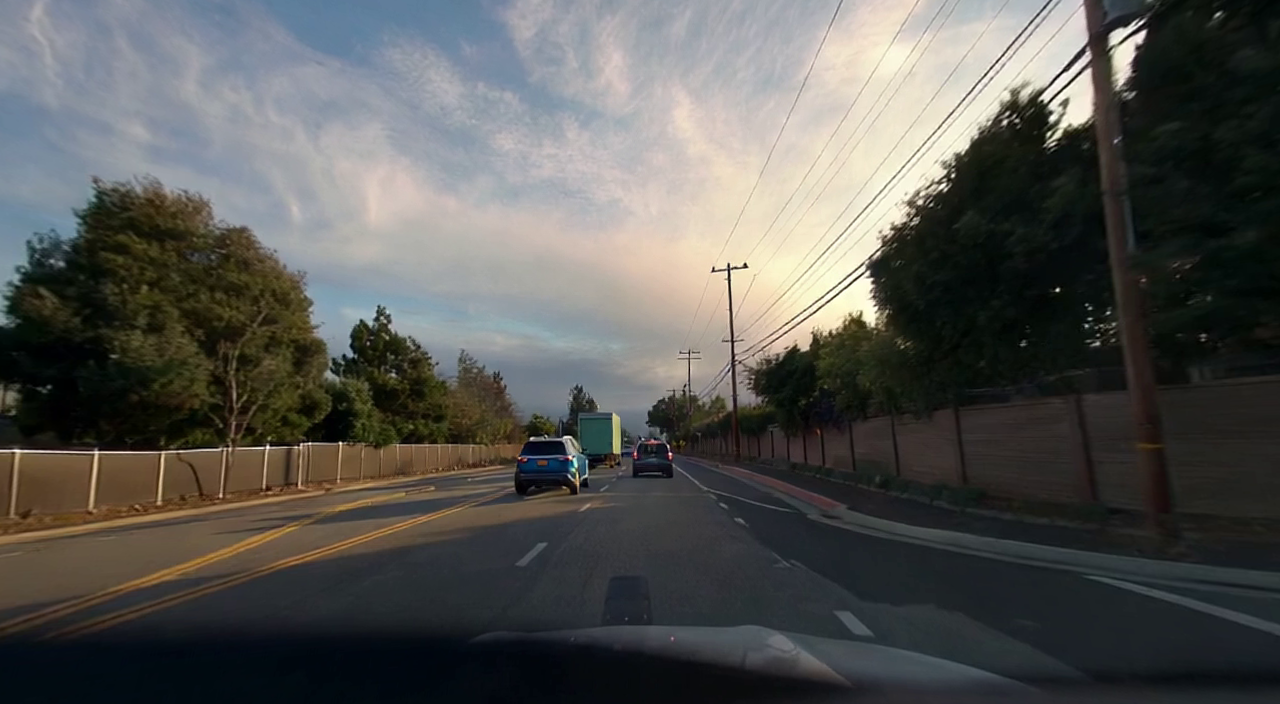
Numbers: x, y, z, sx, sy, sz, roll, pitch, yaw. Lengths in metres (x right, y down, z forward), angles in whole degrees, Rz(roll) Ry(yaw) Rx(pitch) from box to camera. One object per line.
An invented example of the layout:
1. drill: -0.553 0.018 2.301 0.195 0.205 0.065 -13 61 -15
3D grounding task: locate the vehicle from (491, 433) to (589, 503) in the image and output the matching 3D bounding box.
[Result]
1. vehicle: -2.873 3.463 19.155 2.093 1.832 4.508 0 -9 2

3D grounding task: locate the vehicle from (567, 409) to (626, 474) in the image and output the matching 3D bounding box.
1. vehicle: -2.567 5.868 40.825 2.928 3.658 10.953 0 -9 1

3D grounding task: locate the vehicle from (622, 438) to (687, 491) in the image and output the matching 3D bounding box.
1. vehicle: 0.509 4.109 23.289 2.174 1.749 4.113 0 -9 0
